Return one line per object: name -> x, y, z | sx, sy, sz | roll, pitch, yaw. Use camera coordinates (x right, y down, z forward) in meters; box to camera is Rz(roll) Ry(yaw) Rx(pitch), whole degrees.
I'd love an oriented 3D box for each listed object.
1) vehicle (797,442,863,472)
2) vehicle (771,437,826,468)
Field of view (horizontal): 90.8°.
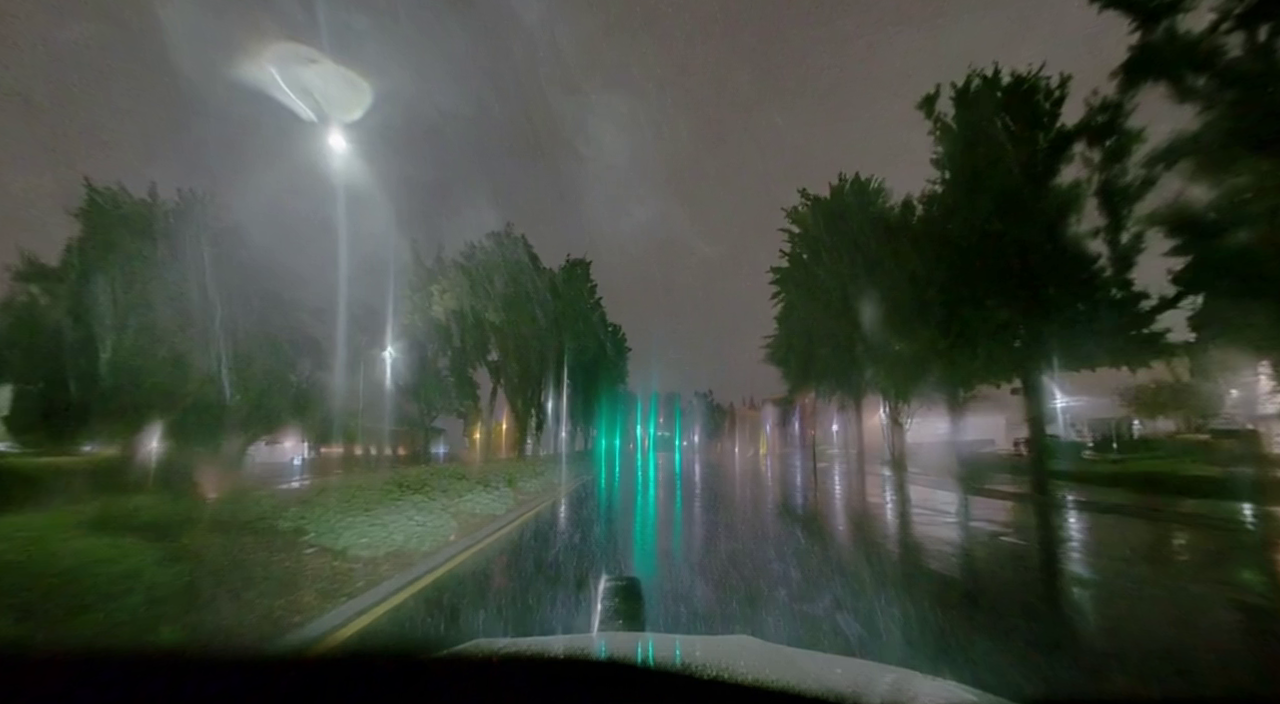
vehicle -> 9.964, 5.541, 33.505 | 1.885, 1.461, 4.751 | 0, -9, -2
vehicle -> 9.813, 6.260, 39.420 | 2.159, 1.767, 4.617 | 0, -9, -1
